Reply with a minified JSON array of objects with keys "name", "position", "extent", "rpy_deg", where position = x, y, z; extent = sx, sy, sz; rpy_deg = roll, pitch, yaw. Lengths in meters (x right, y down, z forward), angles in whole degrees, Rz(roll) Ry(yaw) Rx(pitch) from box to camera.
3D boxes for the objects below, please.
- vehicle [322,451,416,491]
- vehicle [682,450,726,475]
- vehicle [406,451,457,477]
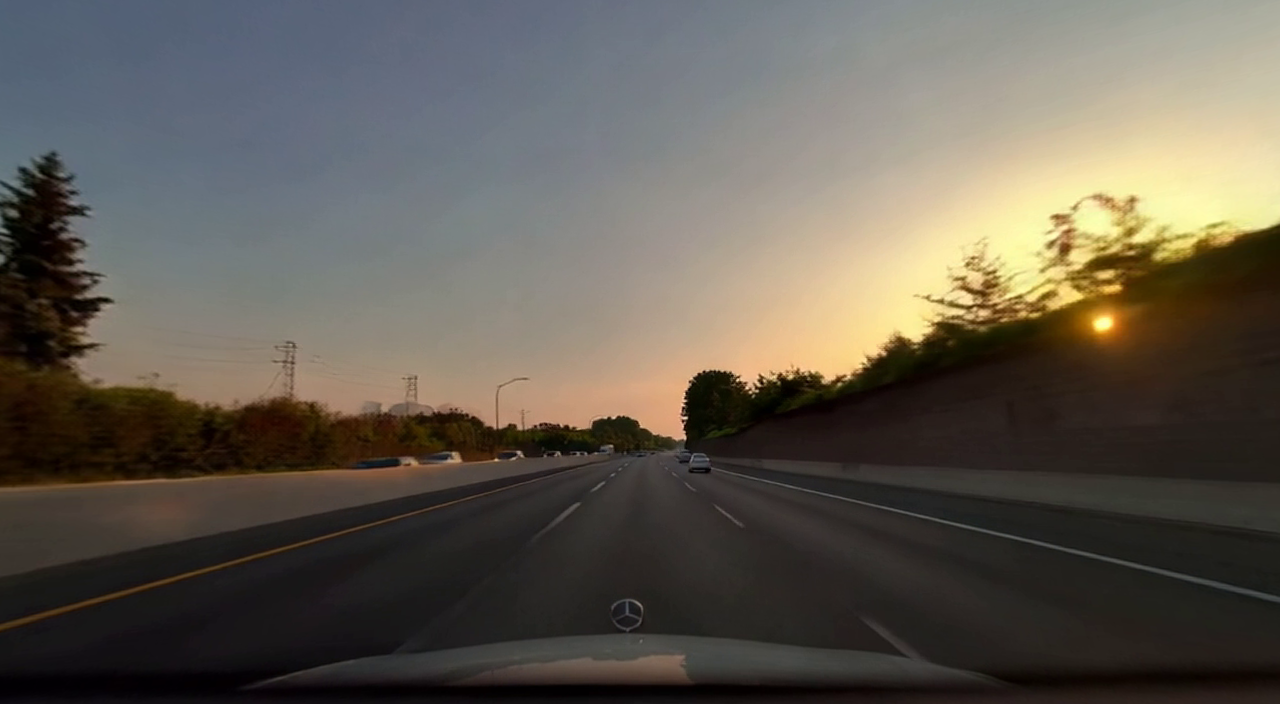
[{"name":"vehicle","position":[-11.339,4.984,26.789],"extent":[1.879,1.511,4.778],"rpy_deg":[0,-9,0]},{"name":"vehicle","position":[3.690,6.474,37.110],"extent":[2.065,1.400,4.028],"rpy_deg":[0,-9,-1]},{"name":"vehicle","position":[-14.285,7.654,43.383],"extent":[1.988,1.638,4.260],"rpy_deg":[0,-9,0]}]
